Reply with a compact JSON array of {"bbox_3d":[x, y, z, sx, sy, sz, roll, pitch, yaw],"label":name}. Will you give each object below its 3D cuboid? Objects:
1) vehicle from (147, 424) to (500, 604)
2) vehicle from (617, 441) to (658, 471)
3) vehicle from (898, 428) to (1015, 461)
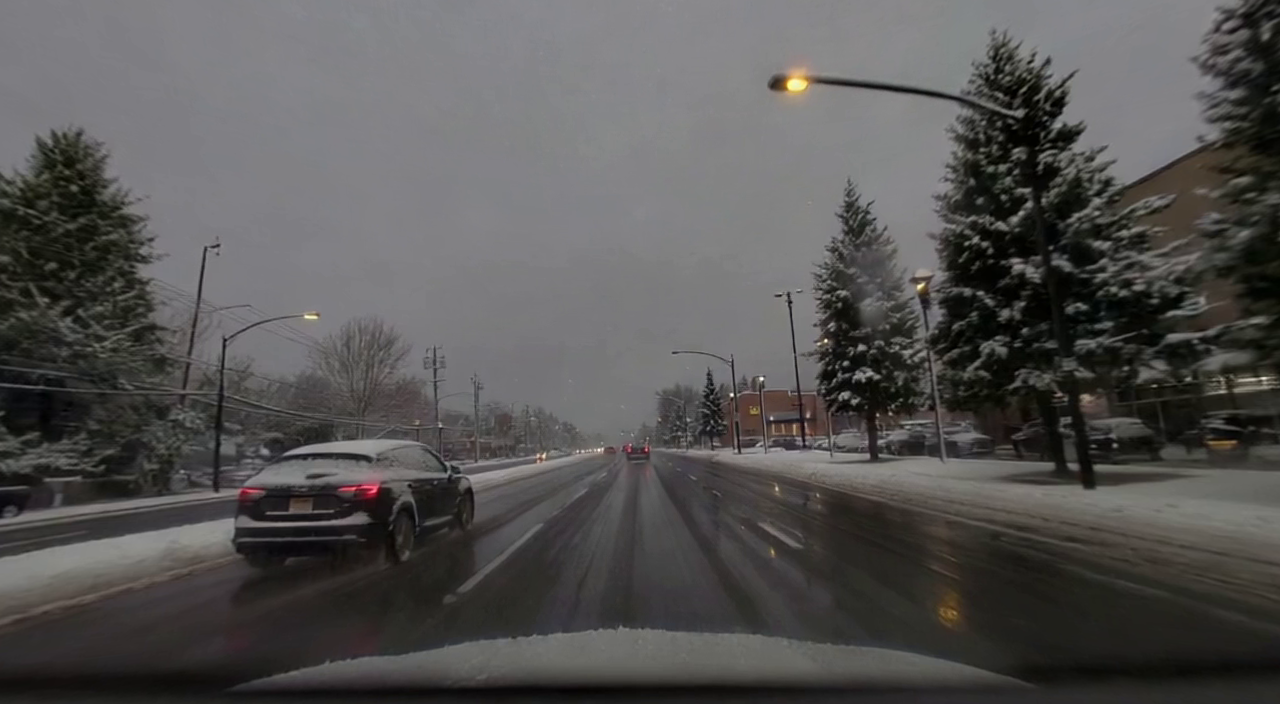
[{"bbox_3d":[-3.154,1.690,7.524,1.939,1.496,4.309,0,-9,1],"label":"vehicle"},{"bbox_3d":[-0.136,5.460,33.201,2.019,1.459,4.005,0,-9,-1],"label":"vehicle"},{"bbox_3d":[14.682,4.326,29.417,4.363,1.485,1.964,0,-9,1],"label":"vehicle"}]
